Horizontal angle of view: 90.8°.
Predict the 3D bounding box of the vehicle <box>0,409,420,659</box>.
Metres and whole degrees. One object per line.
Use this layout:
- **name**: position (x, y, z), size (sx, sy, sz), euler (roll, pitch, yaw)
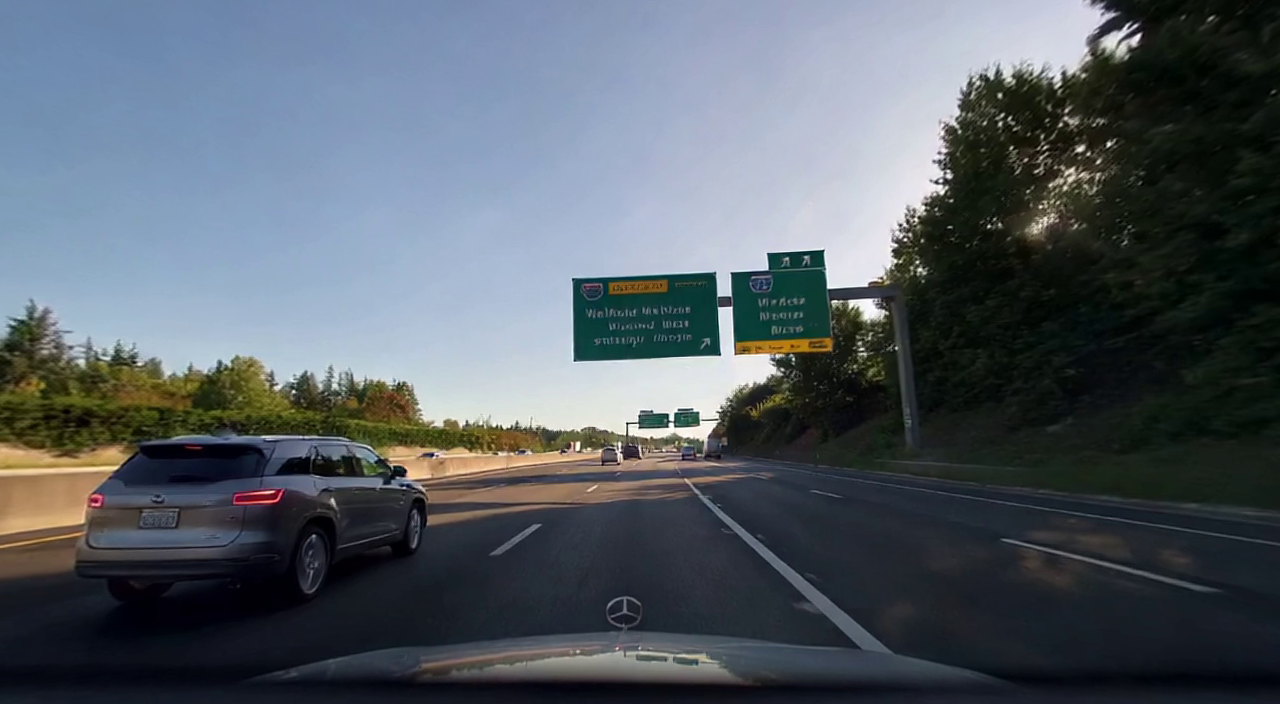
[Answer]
- **vehicle**: position (-3.977, 1.507, 6.286), size (2.016, 1.623, 4.126), euler (0, -9, 1)
